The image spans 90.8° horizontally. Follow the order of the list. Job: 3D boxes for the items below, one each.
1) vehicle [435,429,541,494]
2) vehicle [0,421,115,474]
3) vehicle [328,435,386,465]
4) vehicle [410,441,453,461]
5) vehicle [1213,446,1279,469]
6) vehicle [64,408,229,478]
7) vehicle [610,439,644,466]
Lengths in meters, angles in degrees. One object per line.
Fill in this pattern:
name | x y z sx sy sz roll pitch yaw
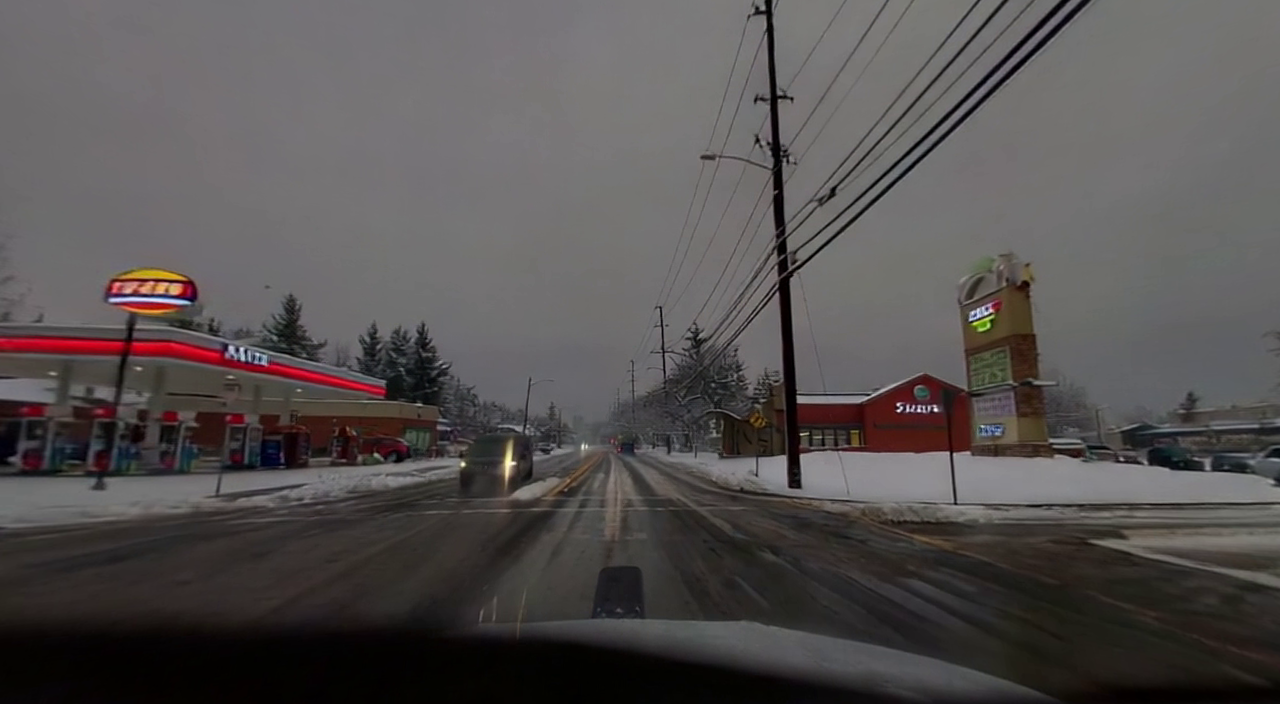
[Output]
vehicle | -4.741 3.484 20.552 2.274 1.844 4.843 0 -8 -1
vehicle | -20.361 3.235 21.249 1.913 1.591 4.374 2 -10 -7
vehicle | -18.110 6.298 40.672 1.890 1.761 4.578 1 -8 -4
vehicle | -15.758 7.521 47.939 1.947 1.435 4.606 0 -8 -3
vehicle | 43.014 7.307 43.920 1.826 1.508 4.639 1 -9 -2
vehicle | -18.026 3.390 23.491 2.499 2.309 4.613 0 -9 -3
vehicle | -0.909 6.581 41.557 2.000 1.663 4.271 1 -8 -3
